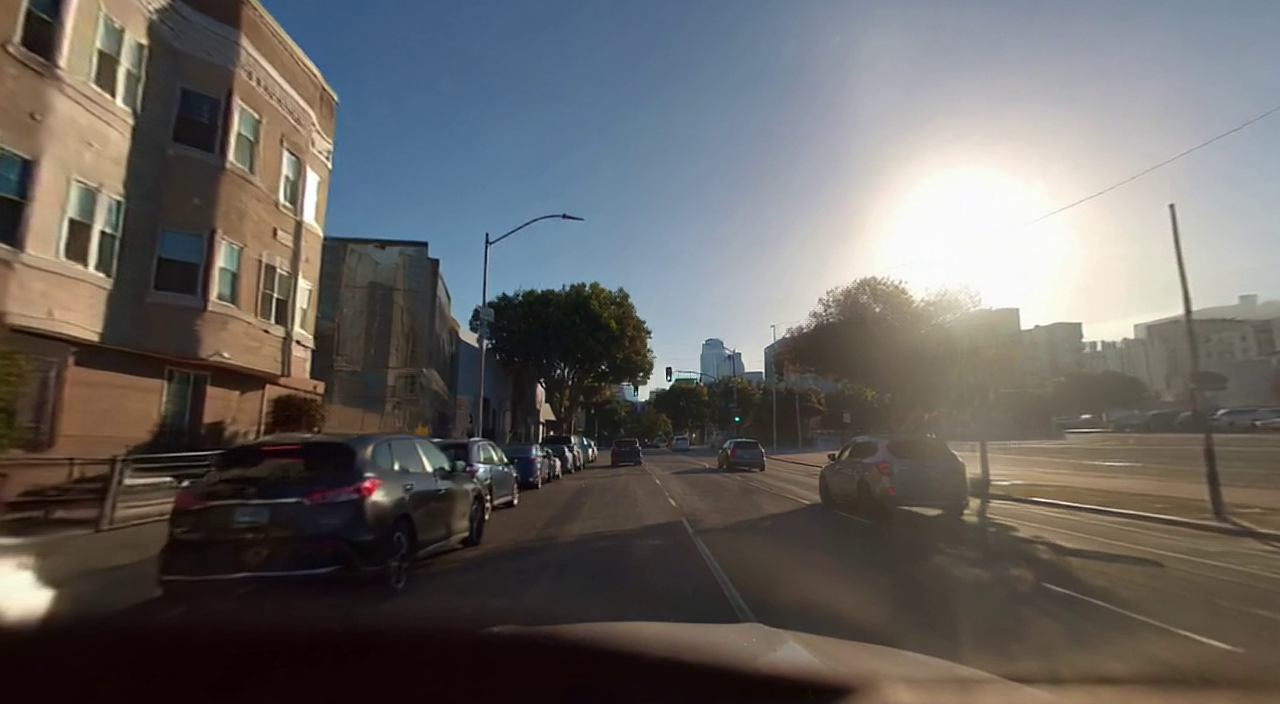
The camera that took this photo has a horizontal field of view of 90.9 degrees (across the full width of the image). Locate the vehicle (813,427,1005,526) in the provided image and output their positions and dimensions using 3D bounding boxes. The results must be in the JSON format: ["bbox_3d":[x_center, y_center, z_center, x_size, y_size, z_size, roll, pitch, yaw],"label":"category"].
[{"bbox_3d":[4.985,2.353,12.448,1.891,1.599,4.173,0,-8,-1],"label":"vehicle"}]

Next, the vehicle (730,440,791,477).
[{"bbox_3d":[5.085,4.540,27.007,1.799,1.463,3.464,0,-8,-2],"label":"vehicle"}]

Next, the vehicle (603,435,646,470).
[{"bbox_3d":[-0.741,5.238,33.021,2.122,1.689,3.885,0,-8,0],"label":"vehicle"}]

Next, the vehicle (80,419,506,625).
[{"bbox_3d":[-3.081,1.614,7.165,2.121,1.490,4.910,0,-8,-1],"label":"vehicle"}]

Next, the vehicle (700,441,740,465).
[{"bbox_3d":[5.157,6.579,41.175,1.917,1.467,4.452,0,-8,-1],"label":"vehicle"}]

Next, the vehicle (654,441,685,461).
[{"bbox_3d":[2.203,7.573,48.414,2.182,1.450,4.013,0,-8,-1],"label":"vehicle"}]

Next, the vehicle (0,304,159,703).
[{"bbox_3d":[-3.446,0.470,0.416,2.187,1.819,5.101,0,-8,0],"label":"vehicle"}]
